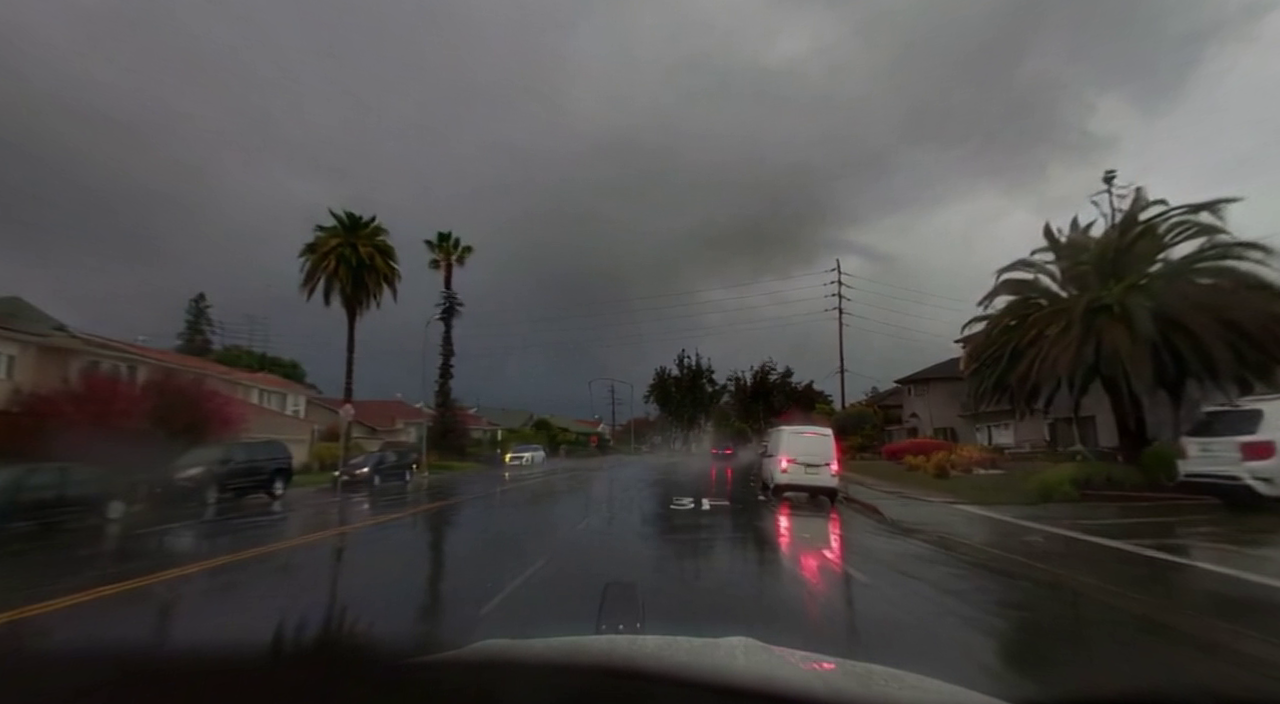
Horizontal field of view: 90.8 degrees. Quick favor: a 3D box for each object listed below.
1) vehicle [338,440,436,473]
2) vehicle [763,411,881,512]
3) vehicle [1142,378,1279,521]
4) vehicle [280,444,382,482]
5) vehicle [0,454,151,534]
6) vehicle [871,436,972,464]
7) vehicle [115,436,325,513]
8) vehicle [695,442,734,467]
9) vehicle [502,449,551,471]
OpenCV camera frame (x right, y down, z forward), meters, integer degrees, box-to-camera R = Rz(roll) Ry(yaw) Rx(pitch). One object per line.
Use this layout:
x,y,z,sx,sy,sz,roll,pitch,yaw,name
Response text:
-15.127,6.286,37.853,5.205,1.792,1.969,-3,-10,12,vehicle
4.616,2.854,16.852,2.326,2.257,4.635,0,-9,7,vehicle
12.170,1.516,10.329,5.588,2.111,2.300,-3,-9,7,vehicle
-15.784,5.646,32.343,4.297,1.566,2.024,1,-8,15,vehicle
-13.251,3.034,13.554,1.786,1.488,4.518,-5,-9,3,vehicle
16.075,5.635,36.317,4.923,1.521,1.811,-1,-9,8,vehicle
-12.583,3.693,19.668,2.051,1.957,5.968,-3,-9,5,vehicle
4.814,6.560,40.498,2.035,1.474,4.284,-2,-9,12,vehicle
-8.050,7.693,45.345,1.860,1.499,4.402,-2,-9,12,vehicle
